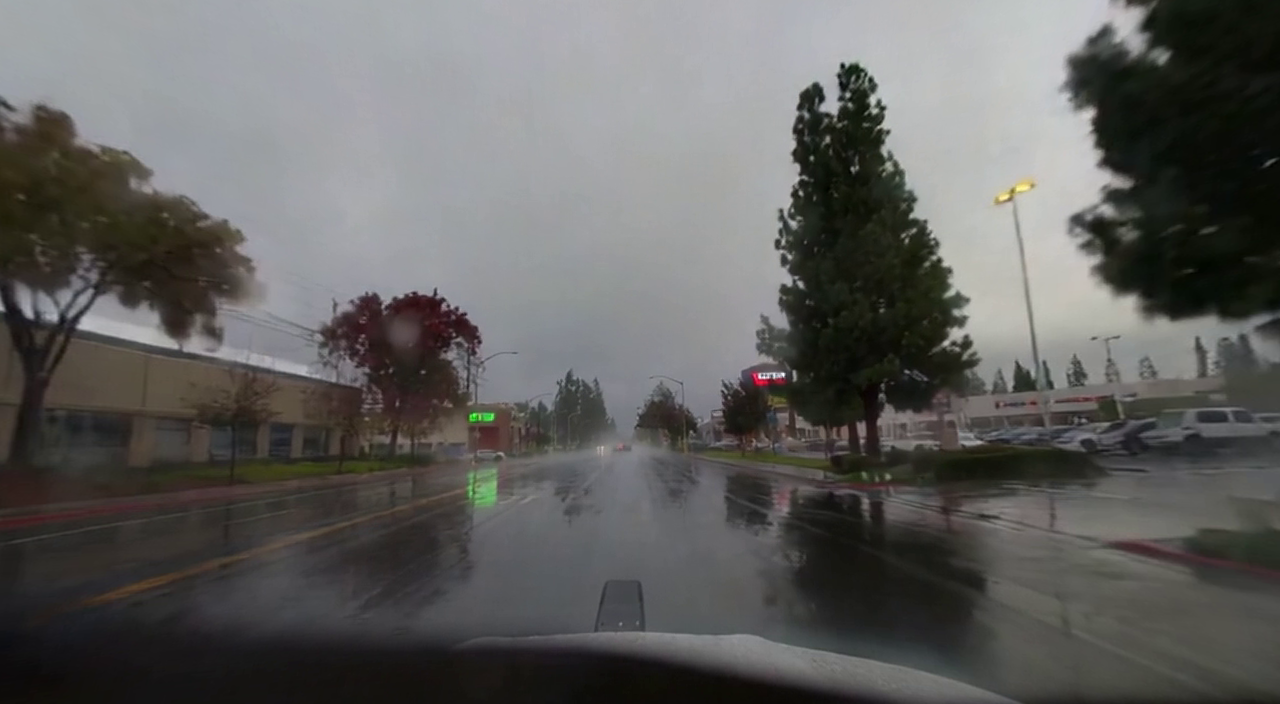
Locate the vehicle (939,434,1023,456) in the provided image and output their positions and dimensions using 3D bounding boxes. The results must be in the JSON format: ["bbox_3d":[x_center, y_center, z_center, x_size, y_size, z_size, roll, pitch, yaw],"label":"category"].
[{"bbox_3d":[23.178,6.323,43.024,4.579,1.482,1.911,0,-8,1],"label":"vehicle"}]

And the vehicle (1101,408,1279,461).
[{"bbox_3d":[23.553,3.507,26.674,6.239,2.118,2.380,0,-8,-1],"label":"vehicle"}]
